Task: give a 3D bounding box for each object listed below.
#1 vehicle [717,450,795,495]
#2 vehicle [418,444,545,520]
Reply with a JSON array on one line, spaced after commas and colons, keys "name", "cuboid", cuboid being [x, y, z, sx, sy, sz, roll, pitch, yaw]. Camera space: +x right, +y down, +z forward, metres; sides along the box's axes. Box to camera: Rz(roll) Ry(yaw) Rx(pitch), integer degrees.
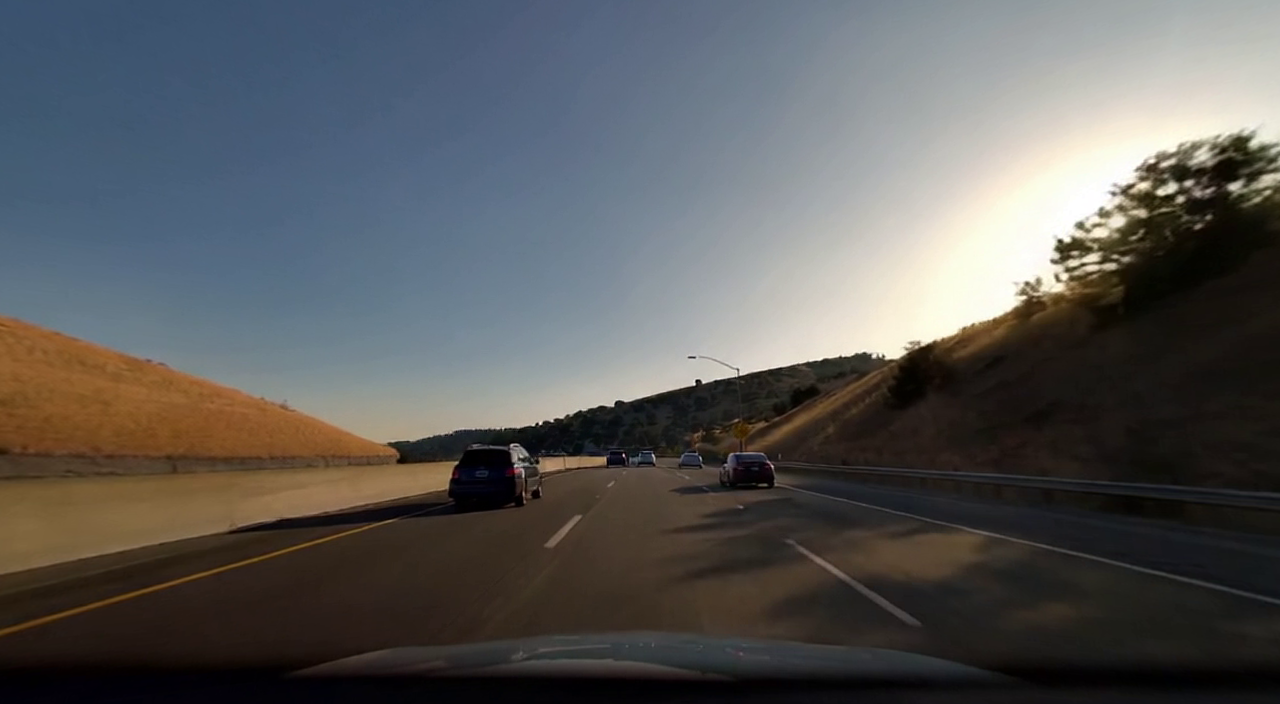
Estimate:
[{"name": "vehicle", "cuboid": [3.881, 4.081, 21.685, 1.976, 1.352, 3.602, 0, -8, -1]}, {"name": "vehicle", "cuboid": [-3.534, 2.925, 14.834, 1.910, 1.521, 3.930, 0, -8, 1]}]
